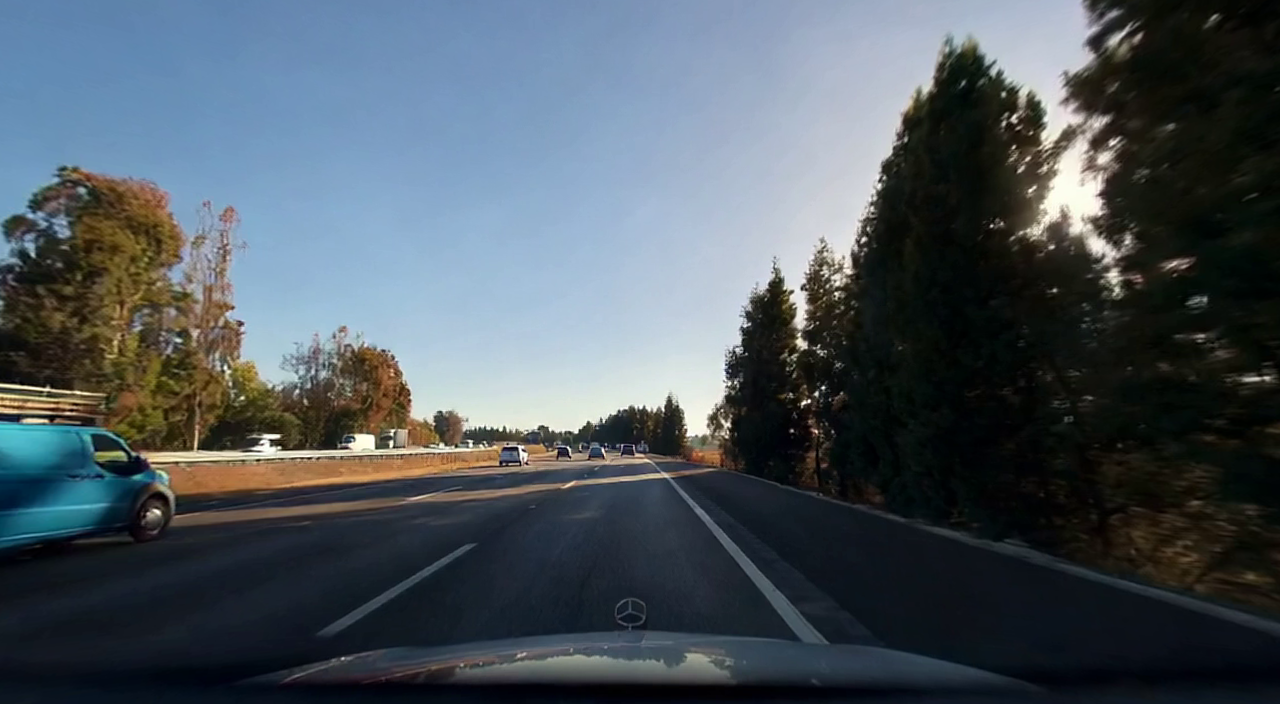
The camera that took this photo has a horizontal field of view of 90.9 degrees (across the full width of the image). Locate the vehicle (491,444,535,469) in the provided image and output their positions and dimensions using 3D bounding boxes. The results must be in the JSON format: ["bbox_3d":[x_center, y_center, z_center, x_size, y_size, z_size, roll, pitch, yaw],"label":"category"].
[{"bbox_3d":[-8.110,6.752,40.777,1.958,1.499,4.437,0,-9,0],"label":"vehicle"}]

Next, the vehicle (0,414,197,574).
[{"bbox_3d":[-8.163,1.676,7.634,2.093,1.752,4.771,0,-9,0],"label":"vehicle"}]
